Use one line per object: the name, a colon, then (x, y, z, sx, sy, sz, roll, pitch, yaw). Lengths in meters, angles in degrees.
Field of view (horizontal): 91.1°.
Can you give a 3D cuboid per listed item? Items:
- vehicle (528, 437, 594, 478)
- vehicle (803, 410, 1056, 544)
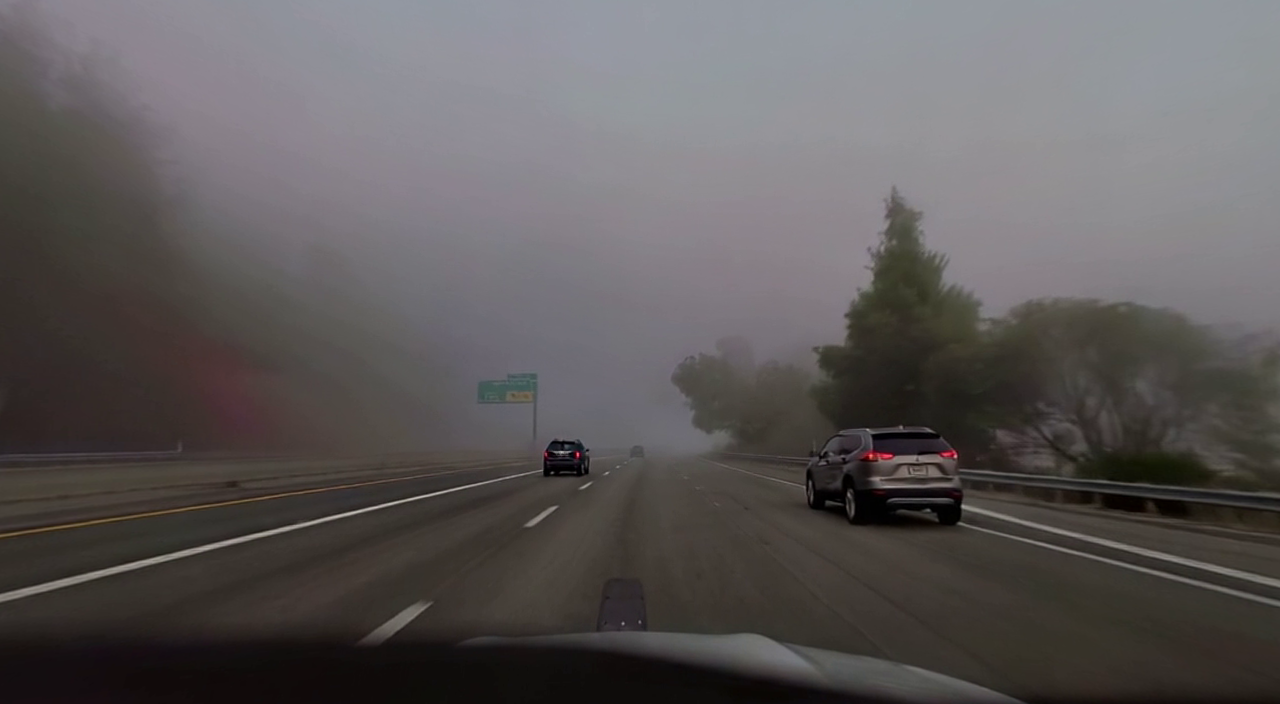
vehicle: (-3.308, 4.537, 27.226, 2.166, 1.608, 4.297, 0, -8, 2)
vehicle: (4.513, 2.020, 10.807, 2.149, 1.796, 4.487, 0, -8, 0)
